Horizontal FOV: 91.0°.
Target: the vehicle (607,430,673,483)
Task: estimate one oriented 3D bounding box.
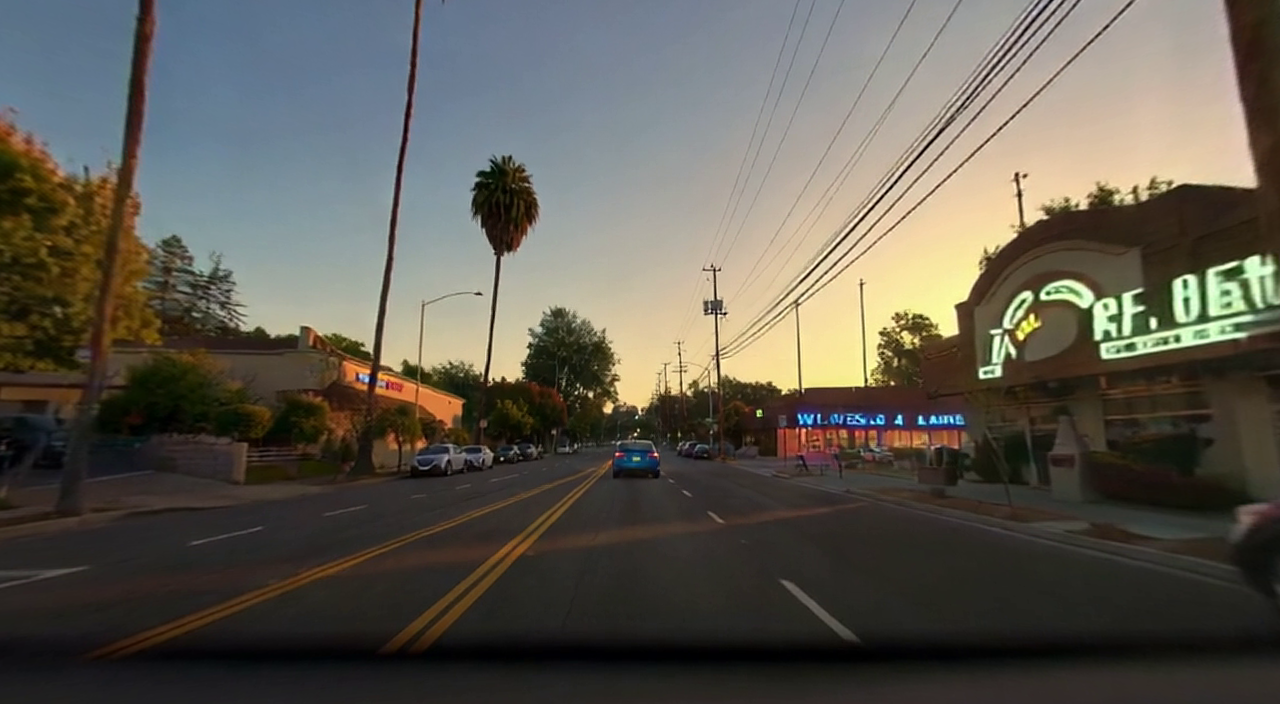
[{"bbox_3d":[-0.068,3.941,23.908,2.264,1.798,4.563,0,-9,-1],"label":"vehicle"}]

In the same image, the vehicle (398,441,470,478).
[{"bbox_3d":[-10.270,5.387,31.829,2.075,1.693,4.696,0,-9,-1],"label":"vehicle"}]

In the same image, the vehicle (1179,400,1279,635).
[{"bbox_3d":[6.072,1.018,3.112,2.153,1.801,5.163,0,-9,-1],"label":"vehicle"}]
